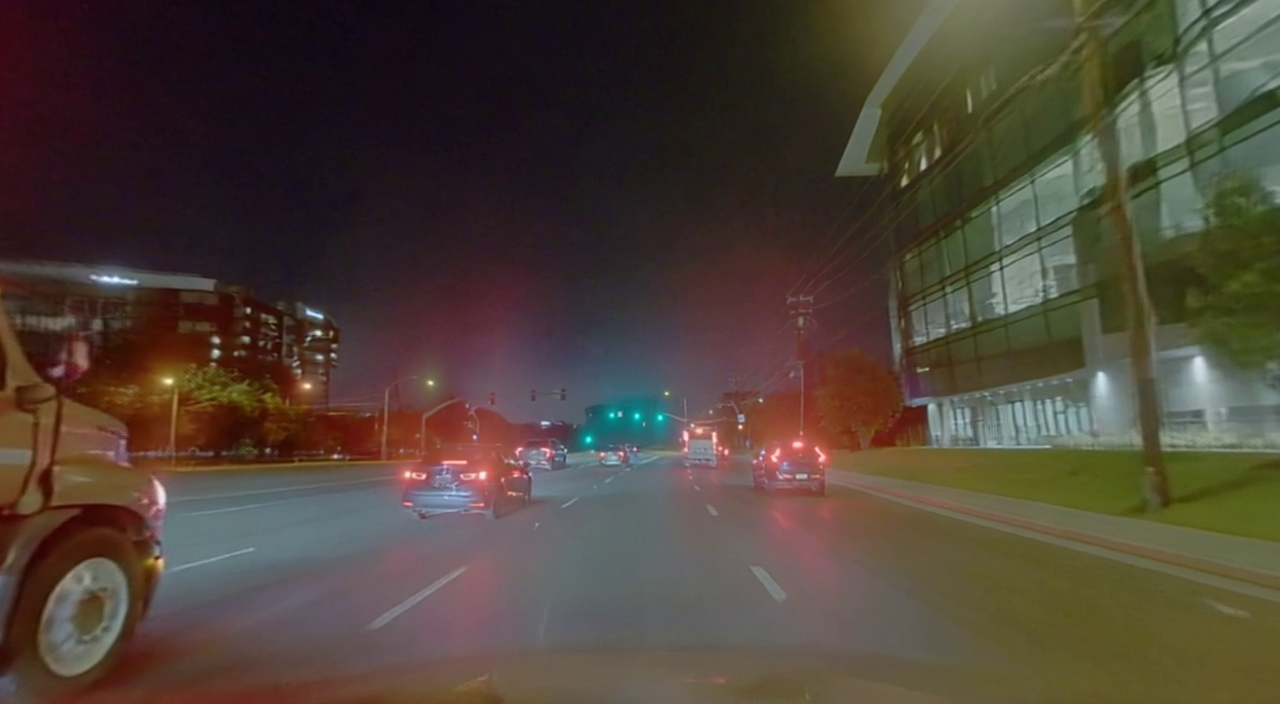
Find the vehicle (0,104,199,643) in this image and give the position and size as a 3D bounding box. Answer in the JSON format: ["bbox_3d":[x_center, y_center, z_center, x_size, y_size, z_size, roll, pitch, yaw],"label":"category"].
[{"bbox_3d":[-6.486,0.148,4.682,3.239,4.055,3.881,0,-9,1],"label":"vehicle"}]

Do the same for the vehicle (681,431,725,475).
[{"bbox_3d":[3.784,6.024,37.723,2.457,2.440,5.486,-1,-9,6],"label":"vehicle"}]

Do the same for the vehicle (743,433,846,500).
[{"bbox_3d":[4.847,3.663,20.471,2.283,1.923,4.427,0,-9,1],"label":"vehicle"}]

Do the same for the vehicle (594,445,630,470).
[{"bbox_3d":[-1.821,7.084,42.508,1.984,1.567,4.311,0,-9,4],"label":"vehicle"}]

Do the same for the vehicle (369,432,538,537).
[{"bbox_3d":[-3.268,2.383,11.856,1.934,1.643,3.718,0,-9,2],"label":"vehicle"}]
